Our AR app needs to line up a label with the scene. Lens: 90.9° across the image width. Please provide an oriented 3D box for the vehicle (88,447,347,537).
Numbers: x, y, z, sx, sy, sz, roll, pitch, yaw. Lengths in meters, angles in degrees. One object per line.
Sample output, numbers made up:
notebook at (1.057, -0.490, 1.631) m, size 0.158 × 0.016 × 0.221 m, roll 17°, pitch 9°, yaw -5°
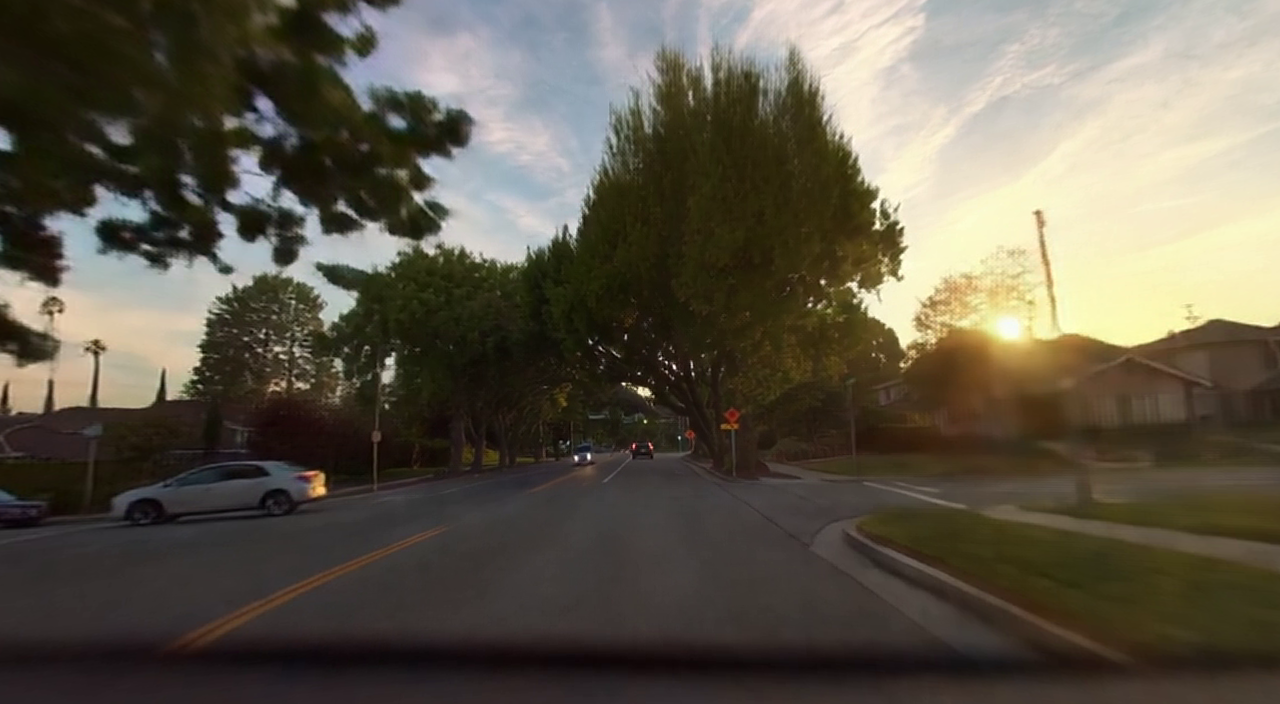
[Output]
vehicle at (-9.577, 3.178, 14.643) m, size 4.594 × 1.696 × 1.971 m, roll -2°, pitch -8°, yaw -1°
